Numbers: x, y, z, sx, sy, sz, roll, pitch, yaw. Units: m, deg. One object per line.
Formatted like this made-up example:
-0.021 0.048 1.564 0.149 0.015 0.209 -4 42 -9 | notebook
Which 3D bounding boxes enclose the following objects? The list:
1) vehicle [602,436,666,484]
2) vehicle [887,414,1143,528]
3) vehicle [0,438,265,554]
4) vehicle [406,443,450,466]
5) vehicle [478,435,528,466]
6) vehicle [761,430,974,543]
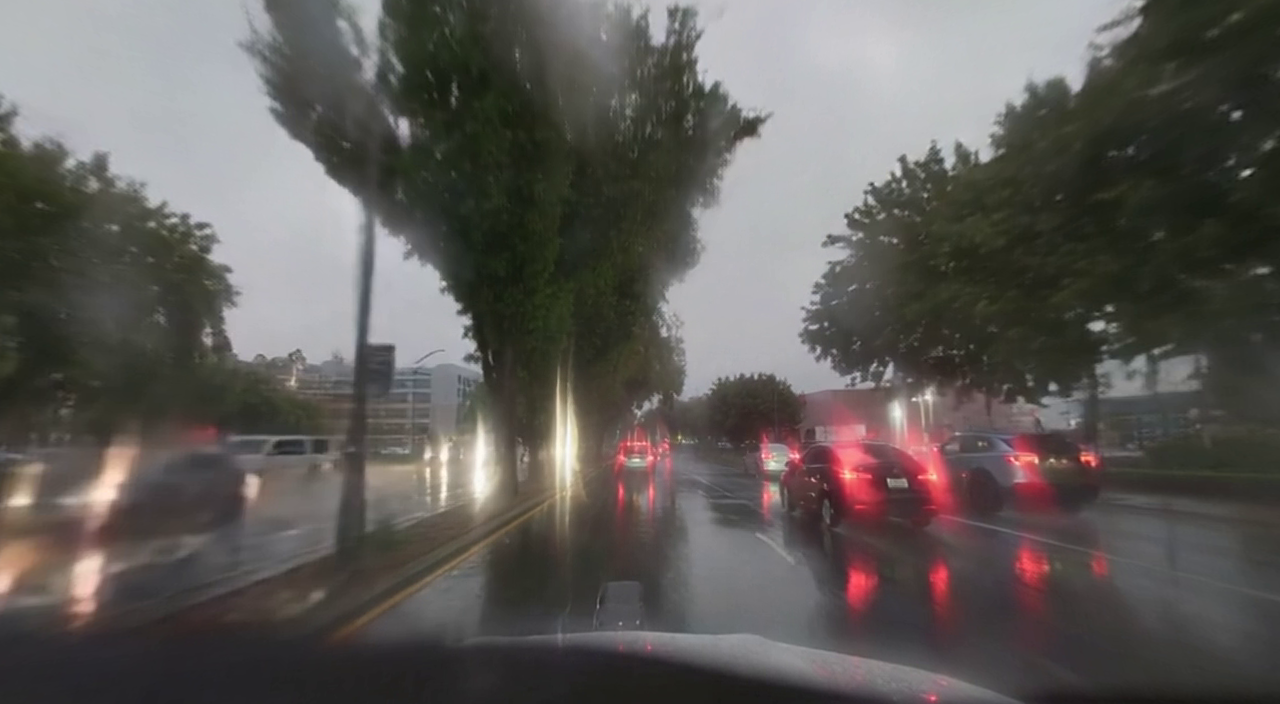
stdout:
-0.210 3.693 21.821 1.994 1.479 3.647 0 -8 -1 | vehicle
6.938 2.245 12.503 2.134 1.810 4.590 0 -8 -1 | vehicle
-8.600 2.204 10.466 1.993 1.458 4.614 -1 -8 -1 | vehicle
-16.519 8.027 49.501 1.903 1.675 4.547 0 -8 -1 | vehicle
-9.221 6.694 43.030 2.246 1.943 5.493 0 -8 0 | vehicle
3.423 2.086 10.503 1.858 1.466 4.230 0 -8 -2 | vehicle
